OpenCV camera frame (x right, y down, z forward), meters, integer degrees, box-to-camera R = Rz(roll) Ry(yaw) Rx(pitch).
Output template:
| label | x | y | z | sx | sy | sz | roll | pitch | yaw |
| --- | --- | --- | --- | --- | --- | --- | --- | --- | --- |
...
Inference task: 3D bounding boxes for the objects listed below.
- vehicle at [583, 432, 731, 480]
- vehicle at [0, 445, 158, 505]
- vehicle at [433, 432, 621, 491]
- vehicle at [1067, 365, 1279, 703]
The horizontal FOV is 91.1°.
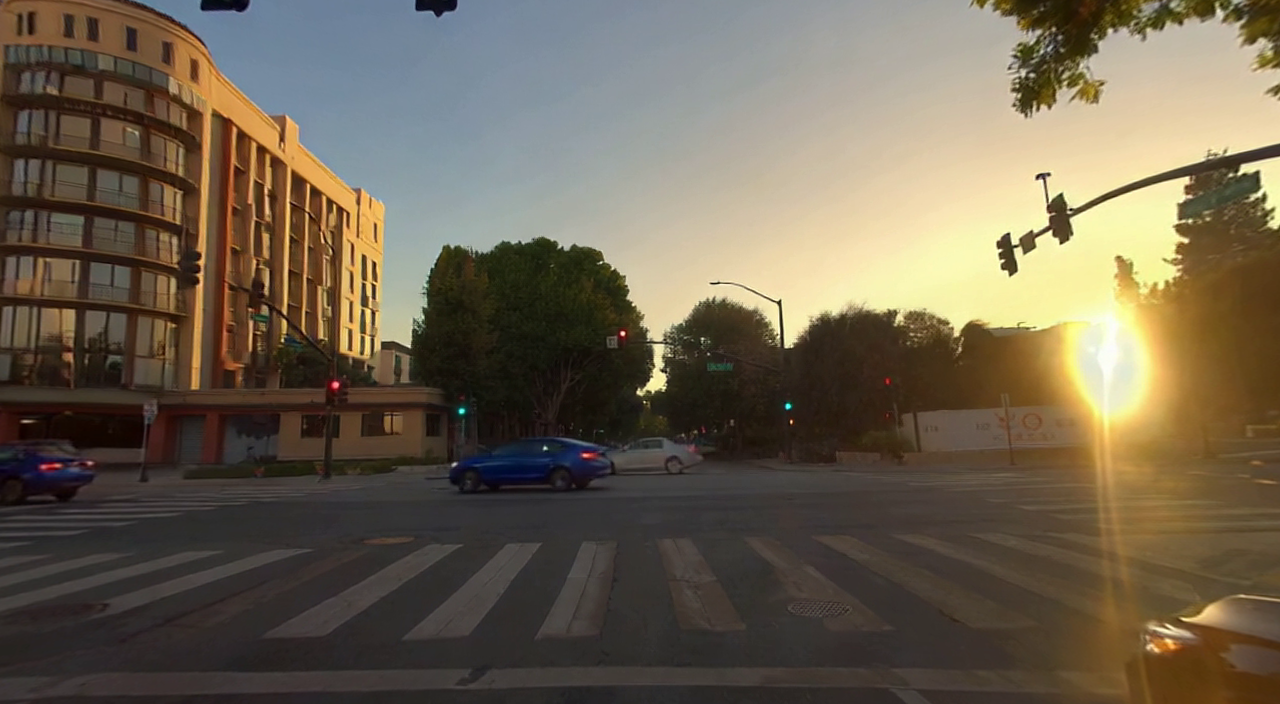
| label | x | y | z | sx | sy | sz | roll | pitch | yaw |
| --- | --- | --- | --- | --- | --- | --- | --- | --- | --- |
| vehicle | 0.547 | 3.399 | 20.624 | 4.623 | 1.477 | 1.884 | 0 | -8 | 1 |
| vehicle | -15.980 | 3.268 | 16.864 | 4.464 | 1.472 | 1.867 | 0 | -8 | -1 |
| vehicle | -2.919 | 2.943 | 17.016 | 4.723 | 1.484 | 1.883 | 0 | -8 | 0 |
| vehicle | 2.885 | 0.678 | 0.835 | 1.947 | 1.576 | 3.825 | 0 | -8 | 1 |
